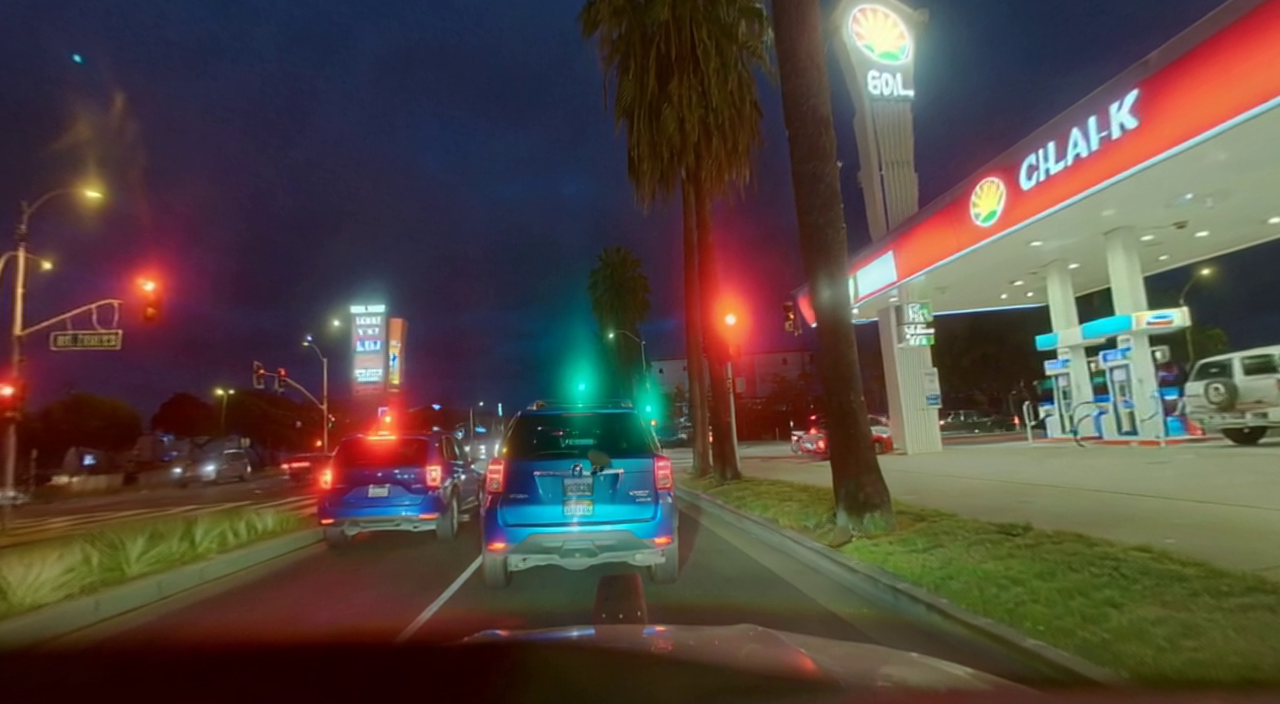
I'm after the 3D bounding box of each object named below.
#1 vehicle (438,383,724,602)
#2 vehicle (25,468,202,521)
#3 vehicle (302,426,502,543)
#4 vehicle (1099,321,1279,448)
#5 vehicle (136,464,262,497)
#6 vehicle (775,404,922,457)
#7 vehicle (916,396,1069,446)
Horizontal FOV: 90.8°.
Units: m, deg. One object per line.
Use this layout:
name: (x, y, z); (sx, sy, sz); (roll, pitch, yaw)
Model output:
vehicle: (-0.677, 1.588, 8.105); (2.519, 1.913, 4.819); (0, -8, -4)
vehicle: (-19.101, 5.138, 23.066); (4.660, 1.708, 2.331); (-2, -8, 9)
vehicle: (-4.050, 2.313, 11.860); (2.097, 1.692, 5.030); (0, -8, -4)
vehicle: (10.281, 0.619, 10.013); (4.420, 1.766, 2.104); (1, -8, -6)
vehicle: (-24.532, 7.175, 35.354); (5.241, 1.634, 2.284); (1, -8, -7)
vehicle: (8.531, 3.270, 26.158); (5.307, 2.076, 2.122); (1, -8, -6)
vehicle: (14.642, 2.917, 26.458); (5.033, 1.999, 2.259); (0, -8, -3)
